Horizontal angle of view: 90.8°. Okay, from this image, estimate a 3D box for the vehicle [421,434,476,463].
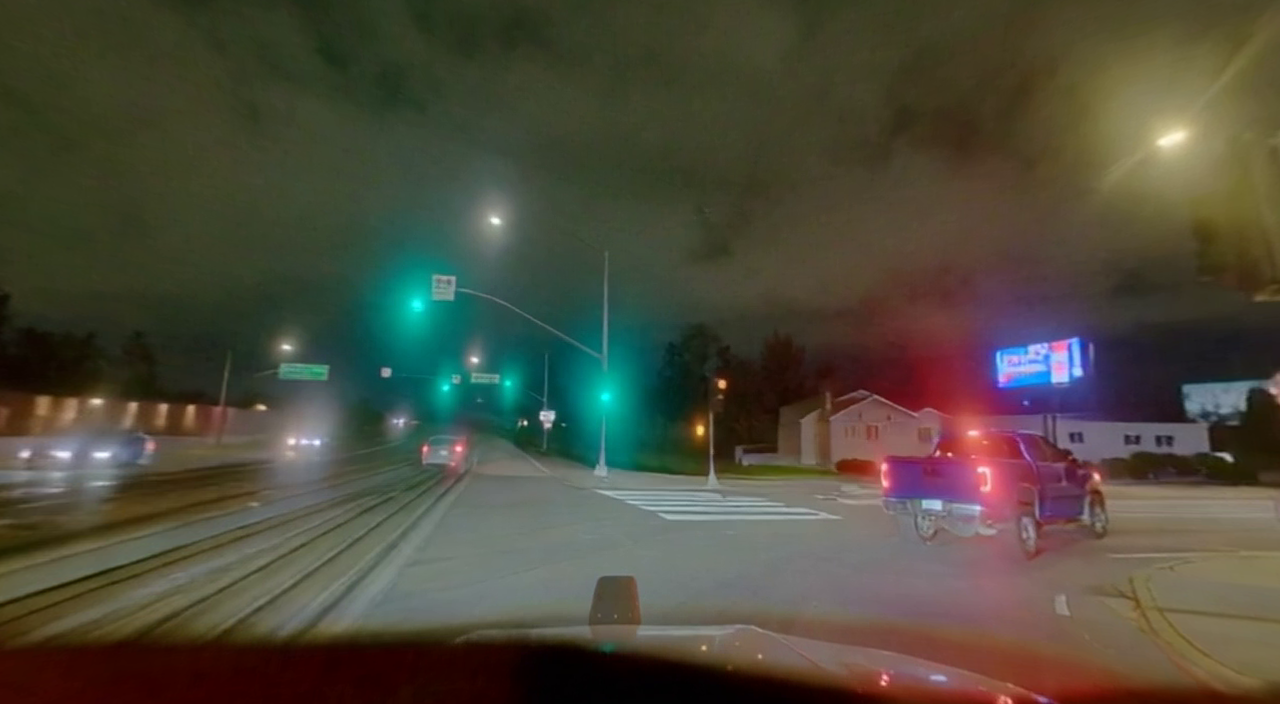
[{"bbox_3d":[-10.458,5.342,34.820,2.004,1.482,4.799,1,-9,-6],"label":"vehicle"}]

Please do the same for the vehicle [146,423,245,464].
[{"bbox_3d":[-21.227,4.462,30.448,2.013,1.787,4.823,2,-10,-12],"label":"vehicle"}]

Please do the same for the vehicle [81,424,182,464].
[{"bbox_3d":[-25.925,4.758,32.440,1.972,1.898,4.620,2,-9,-11],"label":"vehicle"}]

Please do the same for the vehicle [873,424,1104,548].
[{"bbox_3d":[7.105,2.545,12.619,5.251,1.926,2.404,9,-13,-43],"label":"vehicle"}]

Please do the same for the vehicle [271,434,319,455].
[{"bbox_3d":[-25.029,6.780,45.948,1.838,1.434,4.036,2,-10,-11],"label":"vehicle"}]
